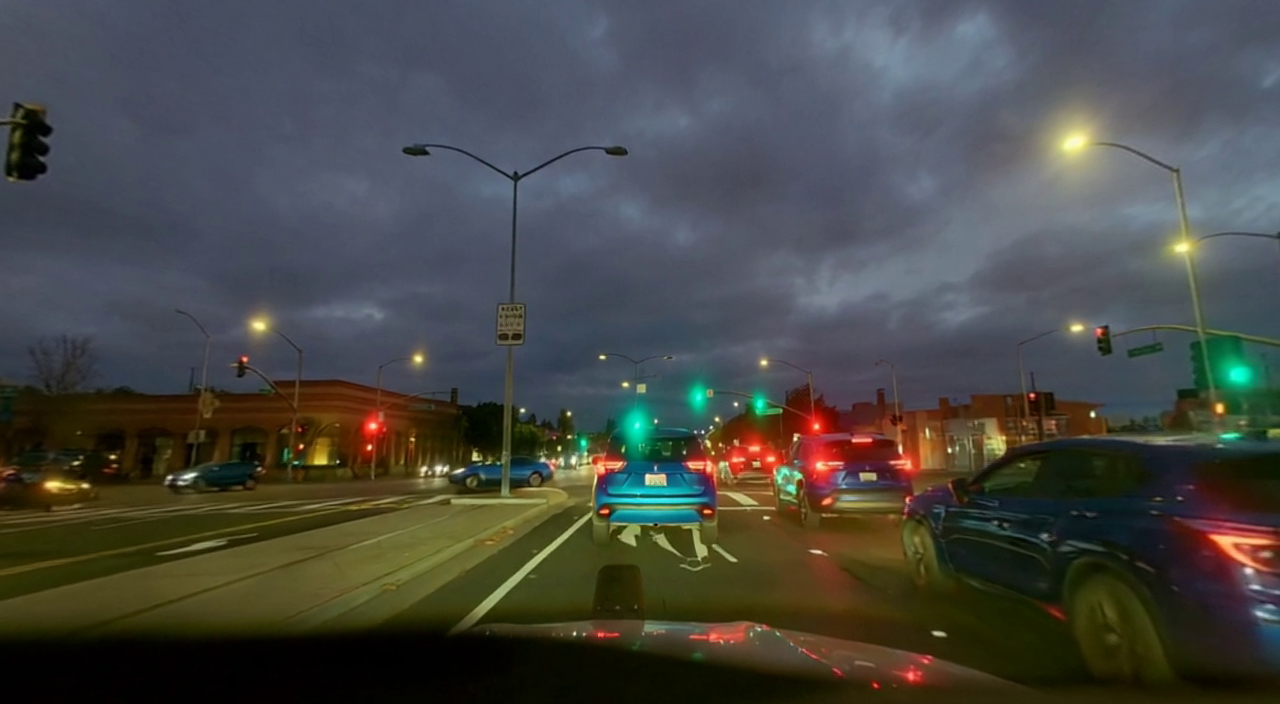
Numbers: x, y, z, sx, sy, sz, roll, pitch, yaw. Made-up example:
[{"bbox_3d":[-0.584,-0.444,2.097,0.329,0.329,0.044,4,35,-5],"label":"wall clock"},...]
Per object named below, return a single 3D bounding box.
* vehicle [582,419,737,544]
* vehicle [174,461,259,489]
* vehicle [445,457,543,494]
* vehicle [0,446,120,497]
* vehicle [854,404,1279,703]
[{"bbox_3d":[0.268,2.267,11.675,2.292,1.840,4.394,0,-9,0],"label":"vehicle"},{"bbox_3d":[-25.691,7.458,38.454,3.981,1.477,1.872,4,-10,-26],"label":"vehicle"},{"bbox_3d":[-6.283,5.228,26.911,4.447,1.430,1.885,-10,-14,43],"label":"vehicle"},{"bbox_3d":[-24.975,4.875,26.004,5.062,1.946,2.243,0,-9,0],"label":"vehicle"},{"bbox_3d":[3.434,1.326,4.965,2.056,1.516,4.776,-1,-9,3],"label":"vehicle"}]
